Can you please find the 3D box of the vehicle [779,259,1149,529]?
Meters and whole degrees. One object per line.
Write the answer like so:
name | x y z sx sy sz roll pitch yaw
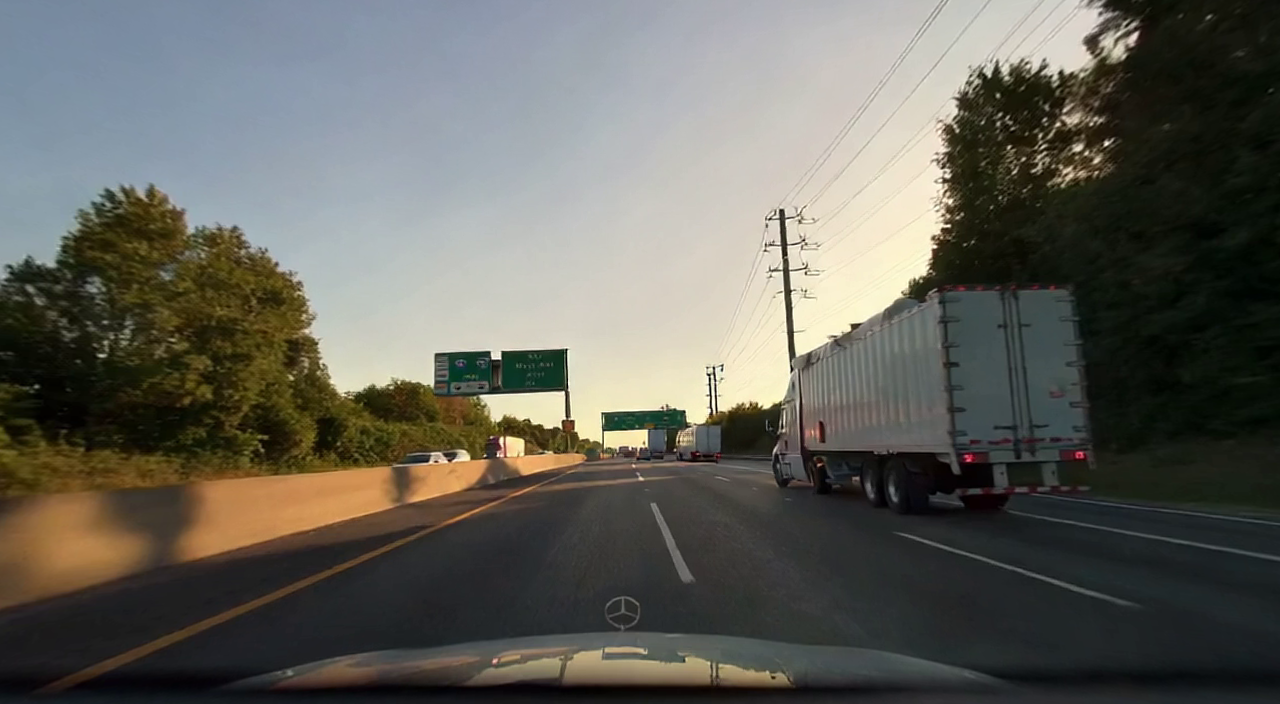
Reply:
vehicle | 5.789 1.238 13.851 2.869 4.048 8.895 0 -9 -3

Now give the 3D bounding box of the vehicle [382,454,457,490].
vehicle | -10.139 5.531 29.298 1.961 1.487 4.539 0 -9 -1
